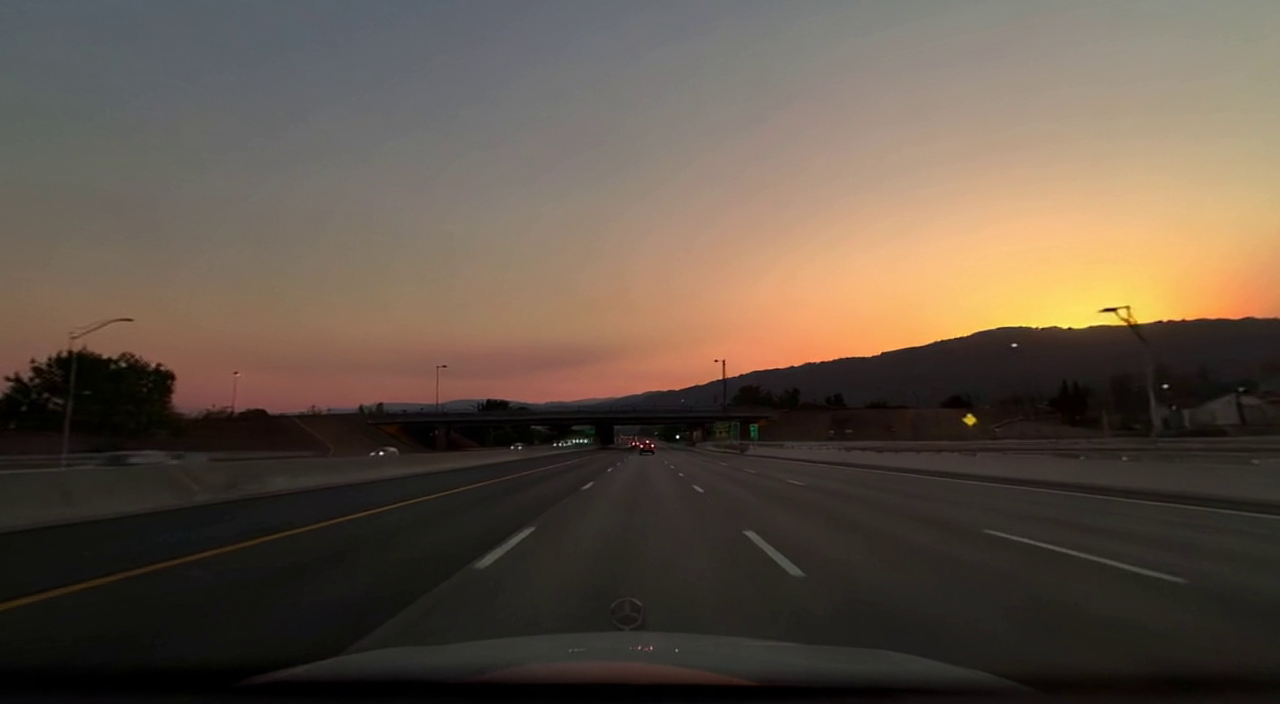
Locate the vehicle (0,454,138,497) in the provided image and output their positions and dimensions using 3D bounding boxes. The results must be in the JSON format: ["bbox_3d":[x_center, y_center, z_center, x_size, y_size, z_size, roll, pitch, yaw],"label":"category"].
[{"bbox_3d":[-23.349,4.920,25.544,1.856,1.495,5.003,0,-8,1],"label":"vehicle"}]

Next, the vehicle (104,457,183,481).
[{"bbox_3d":[-37.053,8.757,47.247,1.925,1.539,4.981,-1,-8,-2],"label":"vehicle"}]
